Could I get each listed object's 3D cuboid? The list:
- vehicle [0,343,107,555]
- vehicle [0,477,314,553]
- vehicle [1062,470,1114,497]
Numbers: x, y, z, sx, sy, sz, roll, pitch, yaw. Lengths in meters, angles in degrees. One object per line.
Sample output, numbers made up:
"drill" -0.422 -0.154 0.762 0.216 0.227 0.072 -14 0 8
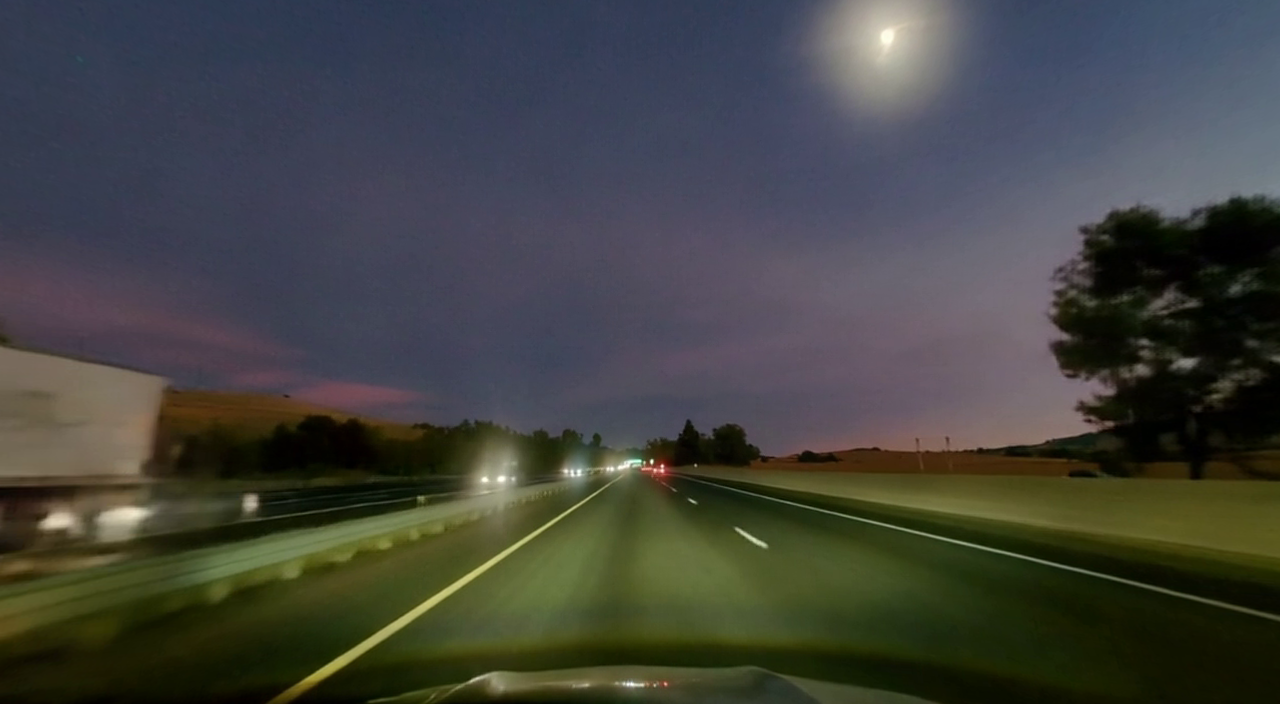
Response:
"vehicle" -13.282 1.277 8.919 2.933 3.849 9.640 1 -10 -1
"vehicle" -13.260 4.225 17.523 2.628 1.252 10.954 -1 -10 0
"vehicle" 29.181 8.571 41.160 1.951 1.616 4.175 -4 -11 24
